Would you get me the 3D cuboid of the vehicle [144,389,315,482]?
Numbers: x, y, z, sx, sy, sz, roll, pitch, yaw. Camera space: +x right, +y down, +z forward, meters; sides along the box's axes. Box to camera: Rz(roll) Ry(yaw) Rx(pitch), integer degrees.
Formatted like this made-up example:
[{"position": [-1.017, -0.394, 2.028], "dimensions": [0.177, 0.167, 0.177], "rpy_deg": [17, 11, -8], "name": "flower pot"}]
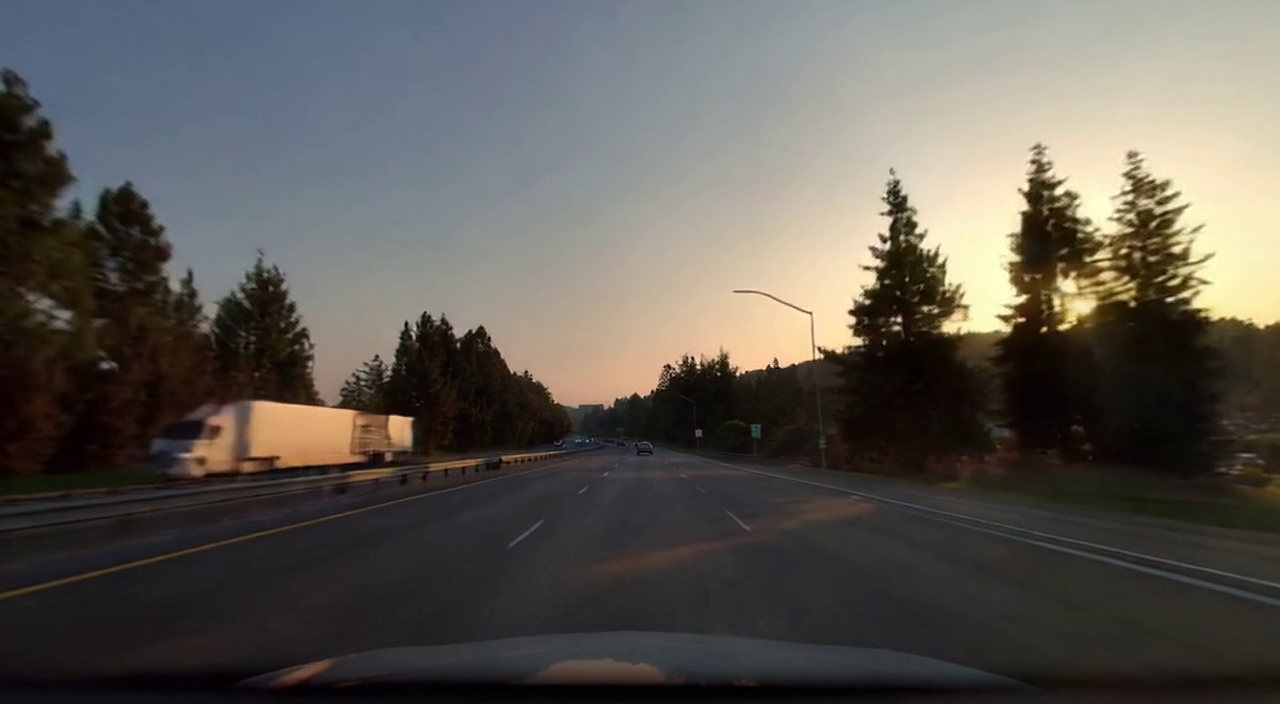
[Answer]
[{"position": [-21.029, 4.454, 33.282], "dimensions": [3.066, 4.239, 8.740], "rpy_deg": [0, -8, -1], "name": "vehicle"}]
